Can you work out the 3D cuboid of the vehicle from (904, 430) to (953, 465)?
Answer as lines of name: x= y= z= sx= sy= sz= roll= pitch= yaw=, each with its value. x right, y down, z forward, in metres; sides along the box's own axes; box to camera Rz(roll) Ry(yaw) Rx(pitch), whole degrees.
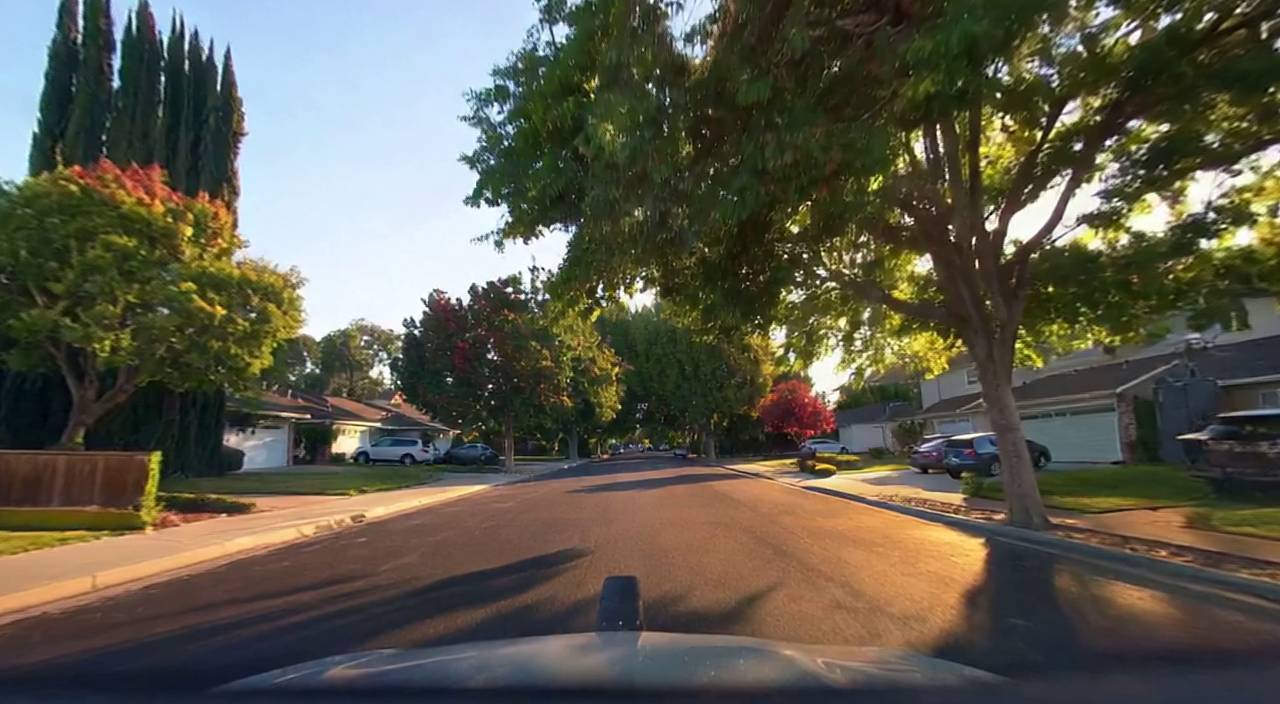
vehicle: x=16.714 y=5.541 z=36.422 sx=2.288 sy=1.880 sz=4.939 roll=-4 pitch=-10 yaw=25

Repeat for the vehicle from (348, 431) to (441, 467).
vehicle: x=-14.910 y=5.930 z=38.652 sx=2.575 sy=2.031 sz=5.155 roll=-2 pitch=-8 yaw=18

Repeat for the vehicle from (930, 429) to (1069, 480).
vehicle: x=13.329 y=3.772 z=23.333 sx=4.708 sy=1.727 sz=2.076 roll=4 pitch=-10 yaw=-26
